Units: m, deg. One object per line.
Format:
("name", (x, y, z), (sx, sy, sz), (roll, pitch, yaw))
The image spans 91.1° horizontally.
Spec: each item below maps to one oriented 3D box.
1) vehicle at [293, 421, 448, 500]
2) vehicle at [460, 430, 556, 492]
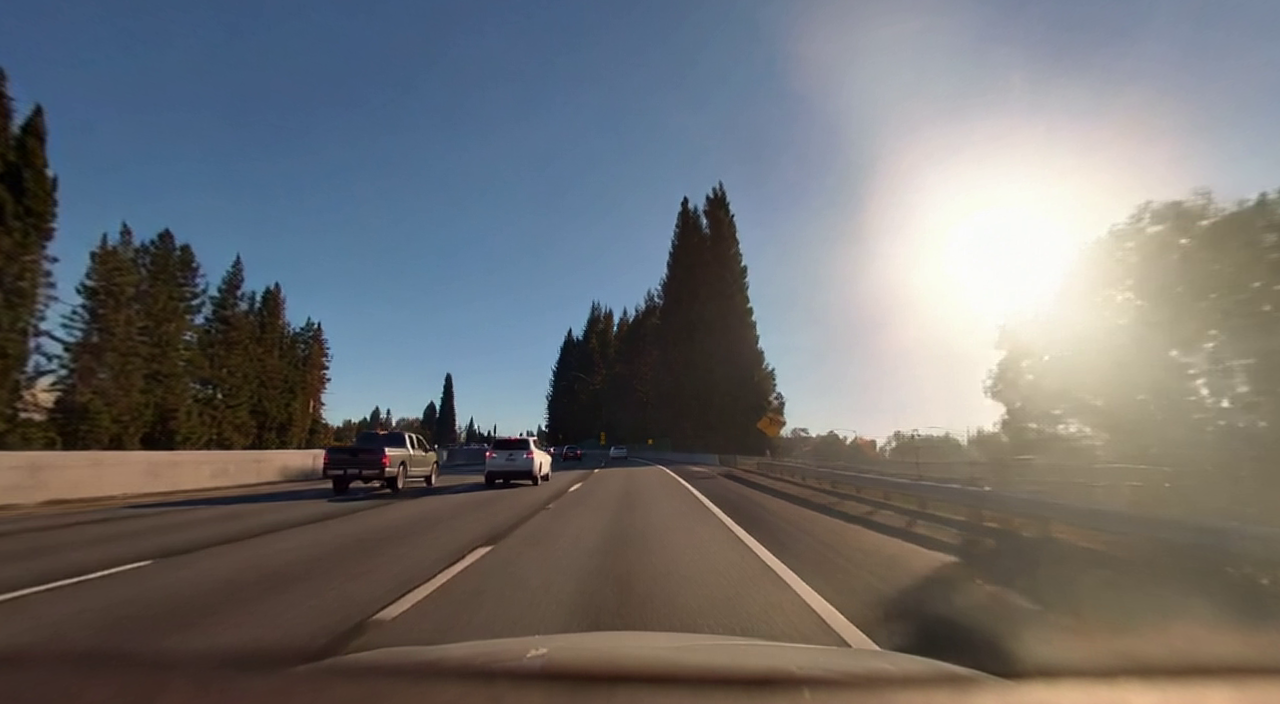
("vehicle", (-7.533, 3.093, 18.305), (2.160, 1.949, 5.293), (0, -8, 0))
("vehicle", (-4.181, 3.534, 20.818), (2.142, 1.789, 5.009), (0, -8, -1))
